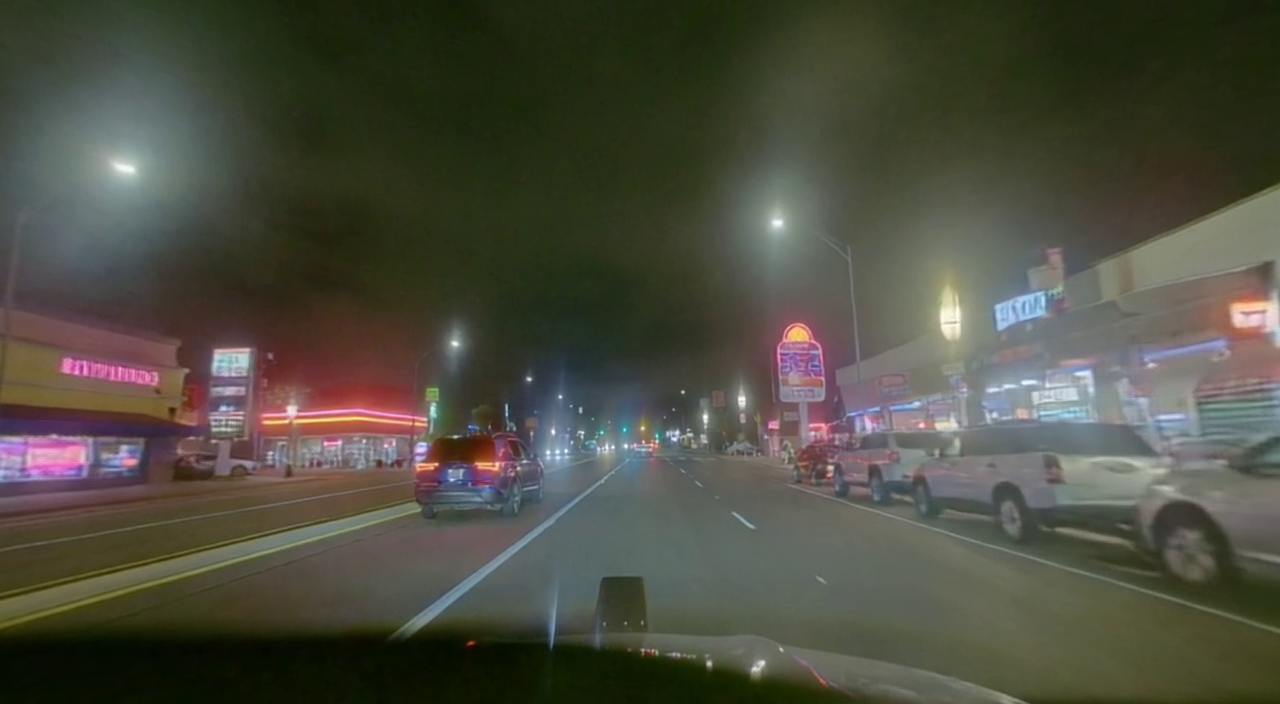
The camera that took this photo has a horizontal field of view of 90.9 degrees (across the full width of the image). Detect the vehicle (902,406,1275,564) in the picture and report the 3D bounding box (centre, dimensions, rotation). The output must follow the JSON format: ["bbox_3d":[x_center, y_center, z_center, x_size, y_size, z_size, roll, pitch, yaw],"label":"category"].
[{"bbox_3d":[6.370,1.968,10.089,2.116,1.836,5.235,0,-9,0],"label":"vehicle"}]

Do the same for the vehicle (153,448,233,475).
[{"bbox_3d":[-31.053,7.610,43.773,4.589,1.779,2.154,-3,-9,20],"label":"vehicle"}]

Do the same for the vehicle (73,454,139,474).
[{"bbox_3d":[-39.988,8.366,47.206,4.129,1.442,1.732,-3,-9,18],"label":"vehicle"}]

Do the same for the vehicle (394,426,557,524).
[{"bbox_3d":[-3.086,2.436,12.953,2.049,1.646,4.445,0,-9,1],"label":"vehicle"}]

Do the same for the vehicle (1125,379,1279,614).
[{"bbox_3d":[6.302,1.056,4.348,2.128,1.900,4.724,0,-9,1],"label":"vehicle"}]

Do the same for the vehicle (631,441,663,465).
[{"bbox_3d":[0.448,6.688,41.949,2.037,1.484,4.073,0,-9,0],"label":"vehicle"}]

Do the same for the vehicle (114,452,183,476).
[{"bbox_3d":[-35.509,8.052,45.478,4.731,1.511,1.768,-5,-7,22],"label":"vehicle"}]
